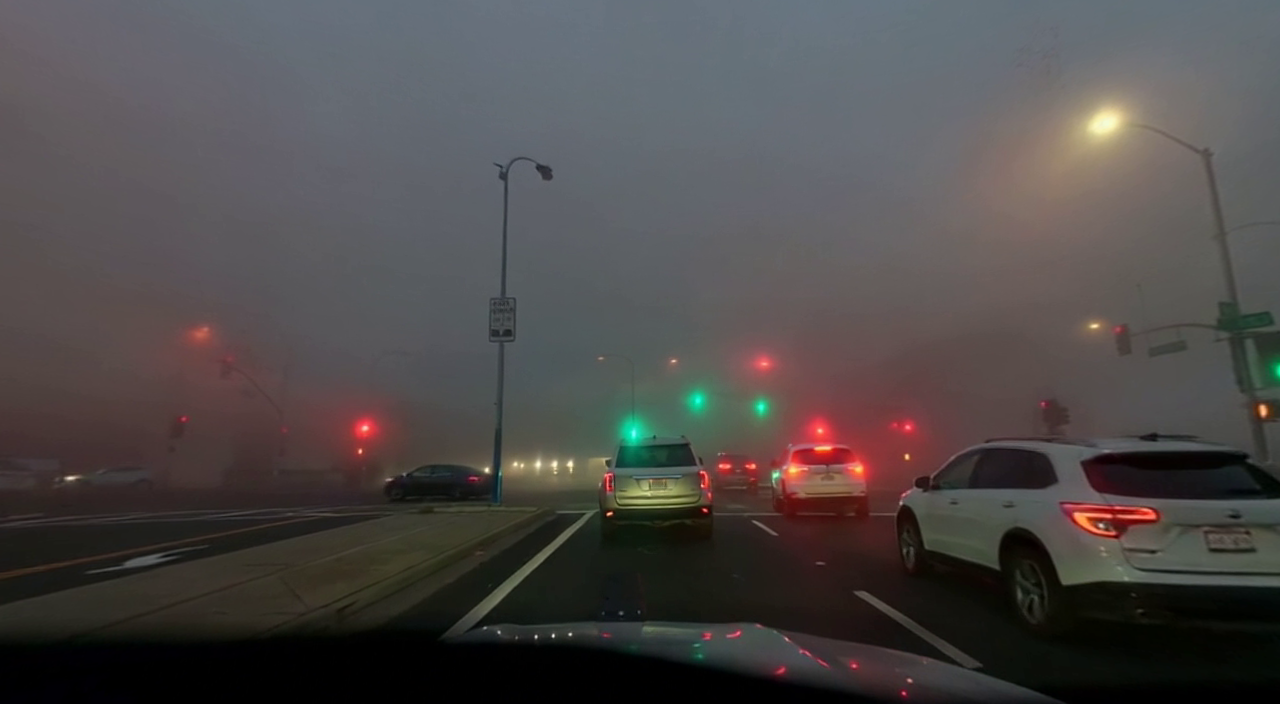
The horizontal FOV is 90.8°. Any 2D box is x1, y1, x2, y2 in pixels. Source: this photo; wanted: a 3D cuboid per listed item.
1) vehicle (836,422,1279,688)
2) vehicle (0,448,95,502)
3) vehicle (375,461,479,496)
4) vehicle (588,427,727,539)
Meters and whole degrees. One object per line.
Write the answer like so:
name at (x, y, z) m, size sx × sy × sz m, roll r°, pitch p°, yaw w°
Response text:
vehicle at (3.569, 1.540, 6.113) m, size 2.056 × 1.516 × 4.776 m, roll -1°, pitch -9°, yaw 3°
vehicle at (-25.017, 4.779, 24.783) m, size 5.062 × 1.946 × 2.243 m, roll 0°, pitch -9°, yaw 0°
vehicle at (-9.606, 5.655, 28.397) m, size 4.447 × 1.430 × 1.885 m, roll -5°, pitch -12°, yaw 30°
vehicle at (0.219, 2.507, 12.766) m, size 2.292 × 1.840 × 4.394 m, roll 0°, pitch -9°, yaw -2°
